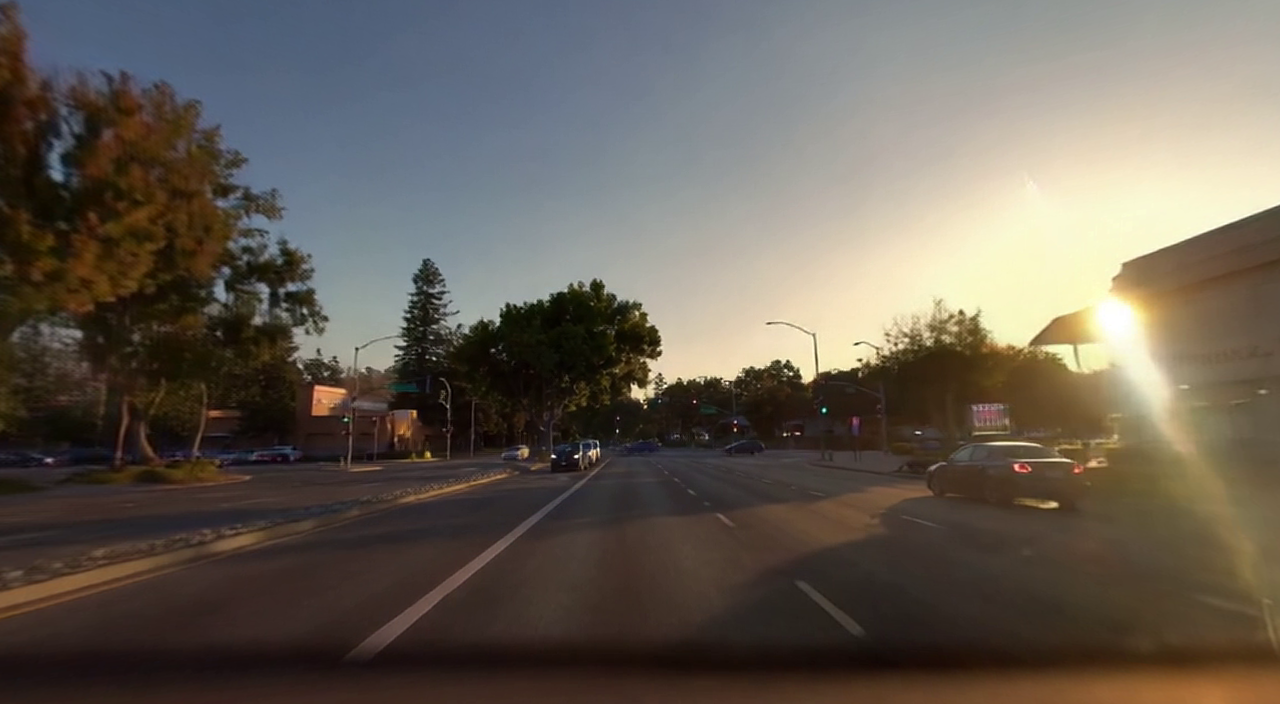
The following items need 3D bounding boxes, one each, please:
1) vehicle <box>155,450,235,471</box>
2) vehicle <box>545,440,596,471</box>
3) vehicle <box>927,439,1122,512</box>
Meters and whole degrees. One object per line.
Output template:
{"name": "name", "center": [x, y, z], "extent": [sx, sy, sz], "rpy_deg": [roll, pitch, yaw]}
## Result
{"name": "vehicle", "center": [-34.939, 8.498, 49.620], "extent": [5.228, 1.539, 2.009], "rpy_deg": [-2, -8, 11]}
{"name": "vehicle", "center": [-3.595, 5.454, 33.556], "extent": [2.121, 1.481, 4.708], "rpy_deg": [0, -8, 1]}
{"name": "vehicle", "center": [8.794, 2.826, 14.995], "extent": [1.936, 1.460, 4.258], "rpy_deg": [0, -8, 0]}
